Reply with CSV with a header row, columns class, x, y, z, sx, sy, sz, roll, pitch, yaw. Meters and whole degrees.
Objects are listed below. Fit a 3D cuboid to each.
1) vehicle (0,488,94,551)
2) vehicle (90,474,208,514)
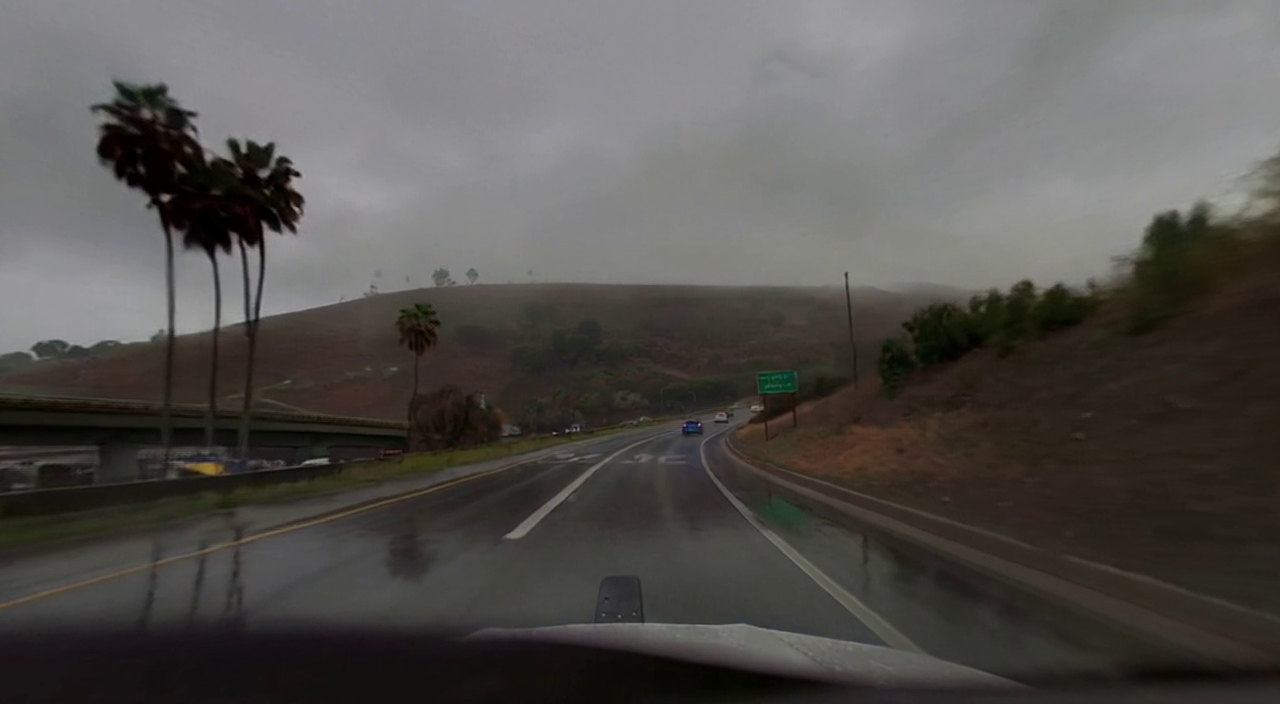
class,x,y,z,sx,sy,sz,roll,pitch,yaw
vehicle,-20.892,5.492,20.739,1.956,1.716,4.330,0,-8,0
vehicle,-27.220,7.869,35.381,2.281,1.759,5.531,0,-8,-2
